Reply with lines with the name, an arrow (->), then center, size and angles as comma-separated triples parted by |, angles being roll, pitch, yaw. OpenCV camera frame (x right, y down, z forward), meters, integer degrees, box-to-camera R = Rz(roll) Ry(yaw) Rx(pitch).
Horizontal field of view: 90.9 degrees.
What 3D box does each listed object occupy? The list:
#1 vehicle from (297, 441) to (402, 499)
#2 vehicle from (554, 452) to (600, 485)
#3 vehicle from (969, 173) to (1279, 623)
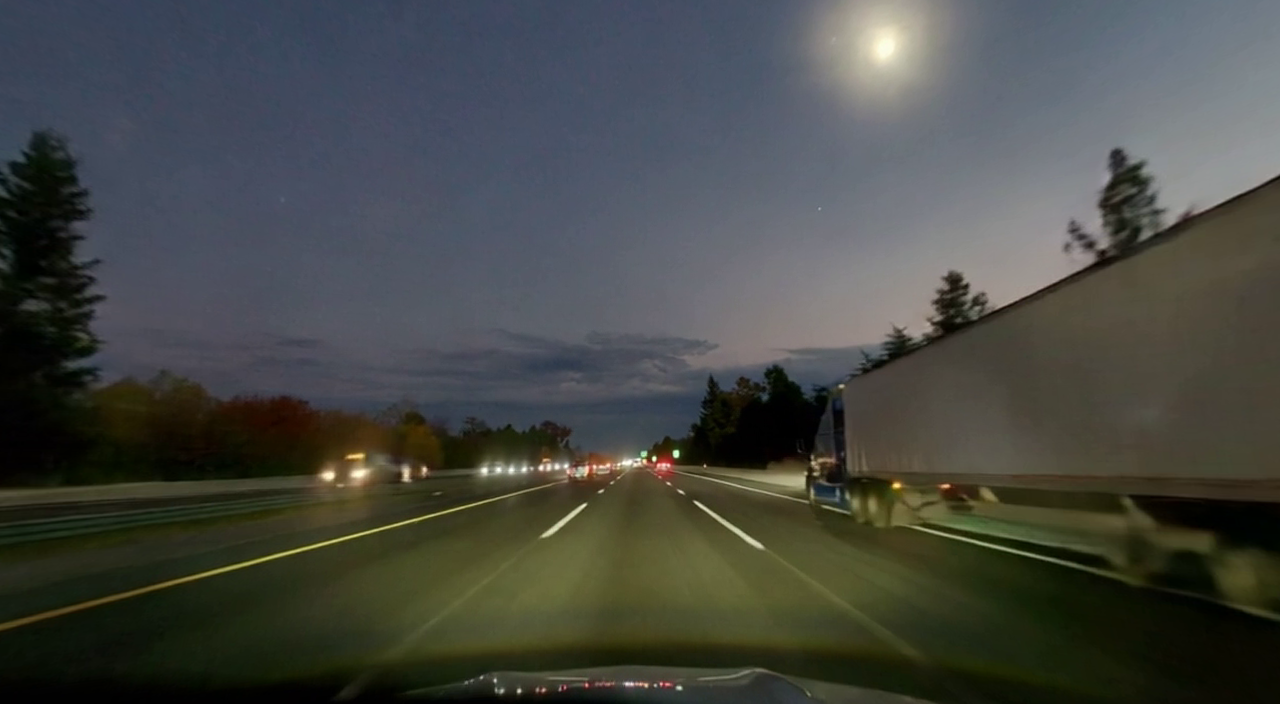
vehicle -> -12.242, 5.047, 27.035 | 2.100, 2.201, 4.873 | 1, -10, 0
vehicle -> -3.836, 7.249, 39.171 | 2.272, 1.873, 4.832 | 1, -10, 0
vehicle -> 7.586, 0.513, 6.345 | 3.235, 4.088, 9.243 | -1, -13, -1
